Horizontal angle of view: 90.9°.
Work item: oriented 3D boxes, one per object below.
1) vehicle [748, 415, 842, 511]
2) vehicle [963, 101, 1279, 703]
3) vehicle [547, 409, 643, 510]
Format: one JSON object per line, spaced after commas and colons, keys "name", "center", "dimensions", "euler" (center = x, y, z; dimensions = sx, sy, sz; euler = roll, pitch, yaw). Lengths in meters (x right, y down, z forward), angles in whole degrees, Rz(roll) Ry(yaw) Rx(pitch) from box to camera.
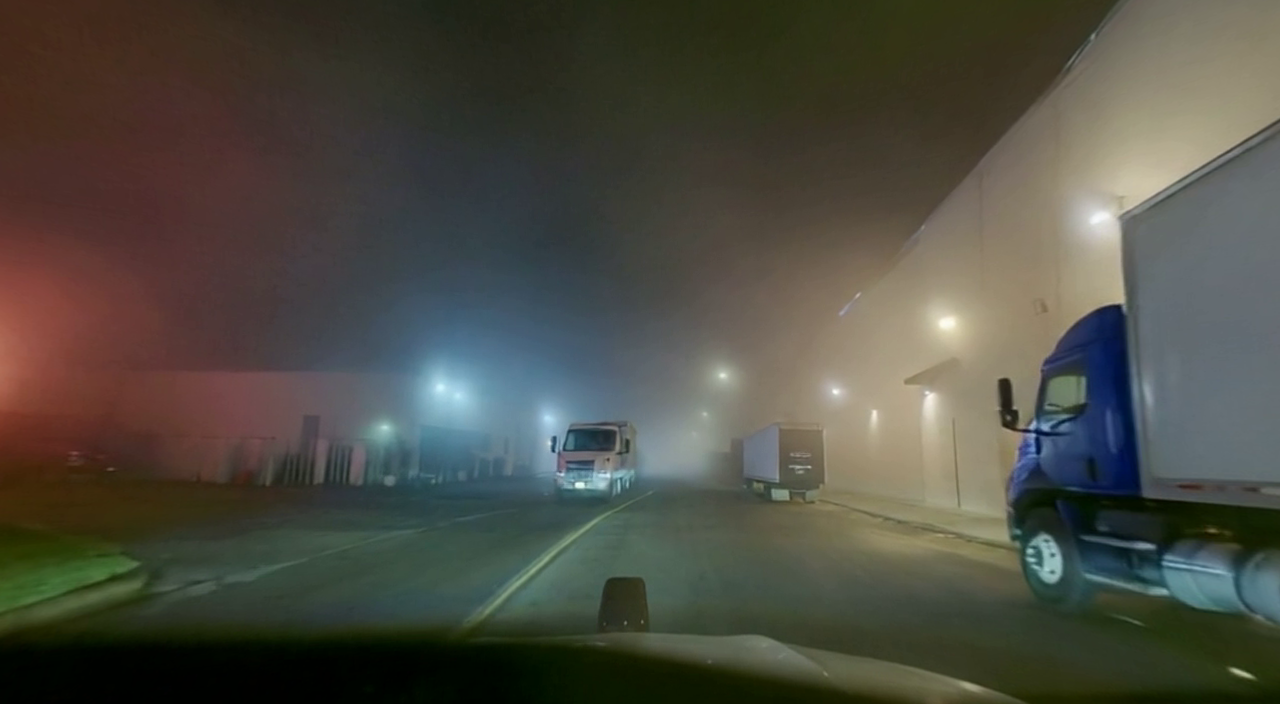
{"name": "vehicle", "center": [8.557, 6.281, 36.623], "dimensions": [3.132, 4.690, 11.286], "euler": [-1, -8, 3]}
{"name": "vehicle", "center": [6.315, 0.332, 4.013], "dimensions": [2.966, 4.658, 11.455], "euler": [-1, -8, 3]}
{"name": "vehicle", "center": [-1.899, 5.141, 30.722], "dimensions": [3.111, 4.217, 7.722], "euler": [-1, -9, 7]}
